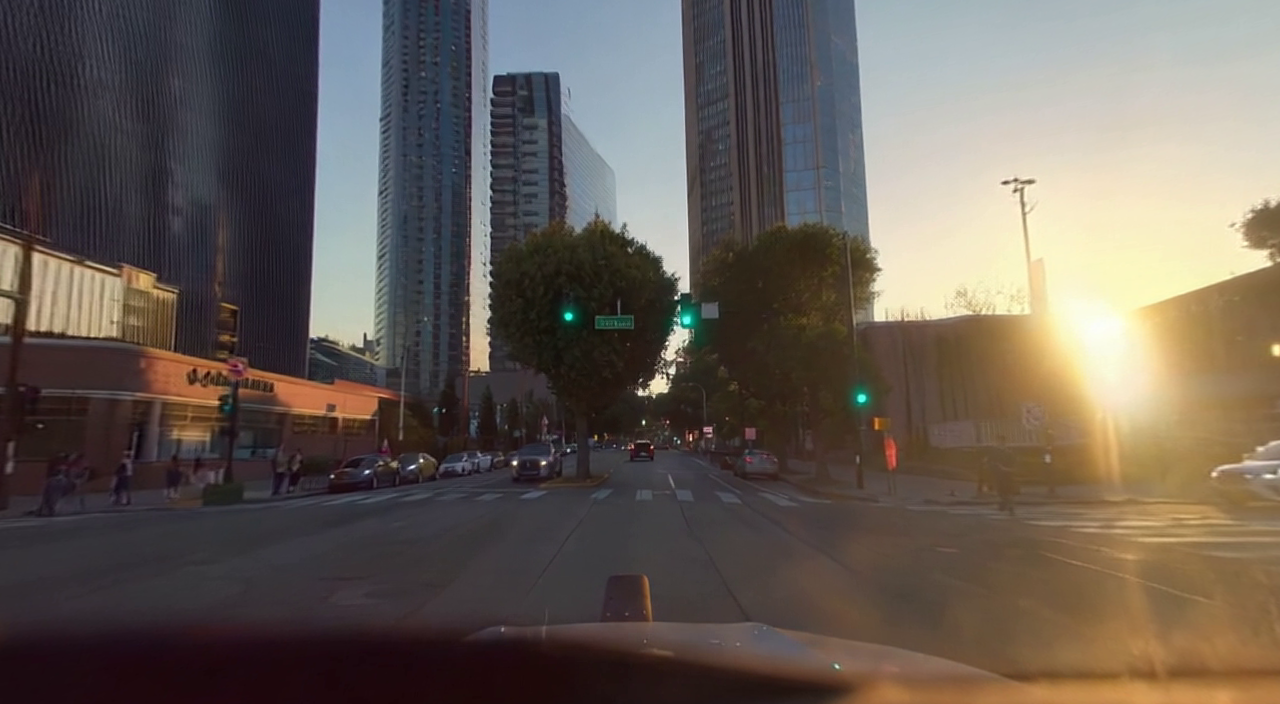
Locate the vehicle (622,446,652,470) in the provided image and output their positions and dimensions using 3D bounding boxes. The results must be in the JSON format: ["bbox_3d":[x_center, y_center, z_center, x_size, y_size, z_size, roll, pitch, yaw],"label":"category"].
[{"bbox_3d":[-0.228,8.113,48.660,2.165,1.749,4.078,0,-8,0],"label":"vehicle"}]

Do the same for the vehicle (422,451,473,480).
[{"bbox_3d":[-12.297,7.256,40.624,1.854,1.727,4.426,0,-8,1],"label":"vehicle"}]

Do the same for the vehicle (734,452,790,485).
[{"bbox_3d":[5.975,5.751,31.494,1.882,1.479,4.652,0,-8,0],"label":"vehicle"}]

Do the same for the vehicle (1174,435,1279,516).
[{"bbox_3d":[17.373,3.159,16.572,4.589,1.910,2.162,-1,-8,-1],"label":"vehicle"}]

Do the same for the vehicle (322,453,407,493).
[{"bbox_3d":[-12.727,5.605,29.492,2.118,1.644,4.188,0,-8,-1],"label":"vehicle"}]

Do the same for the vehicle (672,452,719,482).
[{"bbox_3d":[2.742,5.776,31.983,1.919,1.371,3.583,0,-8,-2],"label":"vehicle"}]

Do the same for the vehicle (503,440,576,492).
[{"bbox_3d":[-3.887,4.452,25.211,2.176,1.804,4.740,-2,-8,0],"label":"vehicle"}]
